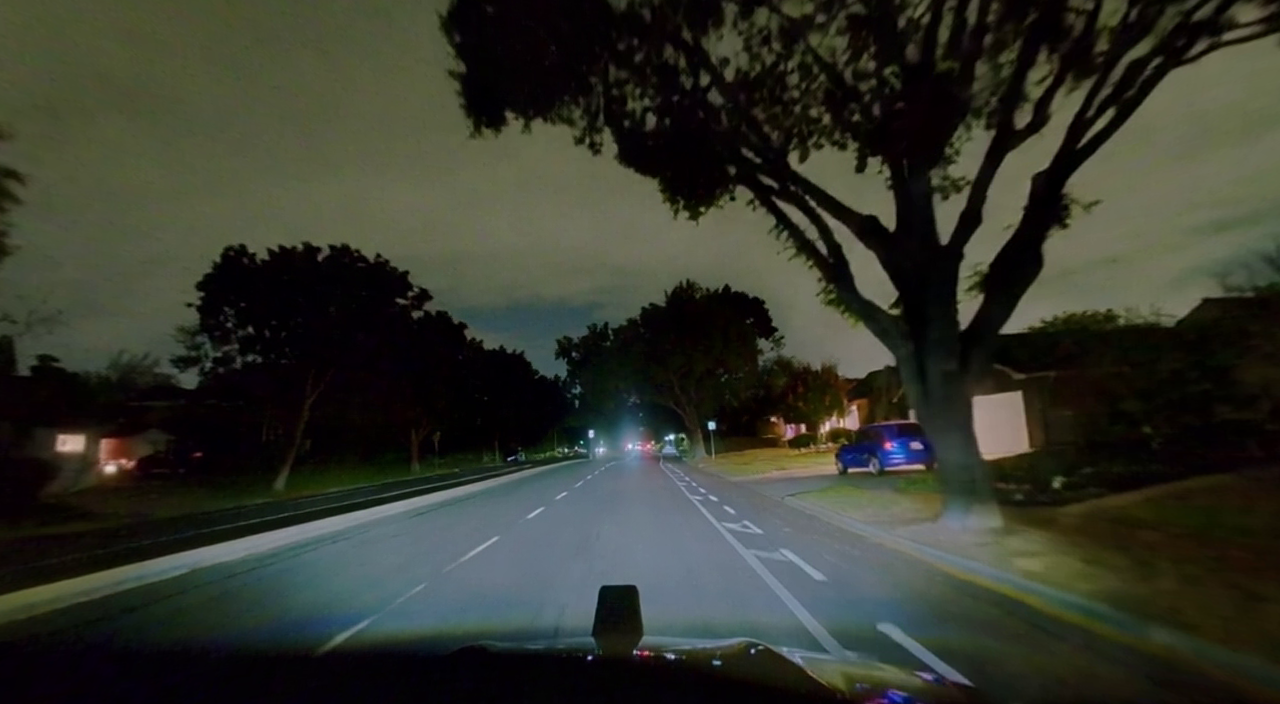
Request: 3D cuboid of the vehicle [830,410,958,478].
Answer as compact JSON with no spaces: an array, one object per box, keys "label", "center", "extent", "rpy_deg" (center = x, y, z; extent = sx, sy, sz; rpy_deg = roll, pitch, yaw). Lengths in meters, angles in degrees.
[{"label":"vehicle","center":[8.203,3.102,21.040],"extent":[2.051,1.801,4.785],"rpy_deg":[-5,-9,-2]}]
